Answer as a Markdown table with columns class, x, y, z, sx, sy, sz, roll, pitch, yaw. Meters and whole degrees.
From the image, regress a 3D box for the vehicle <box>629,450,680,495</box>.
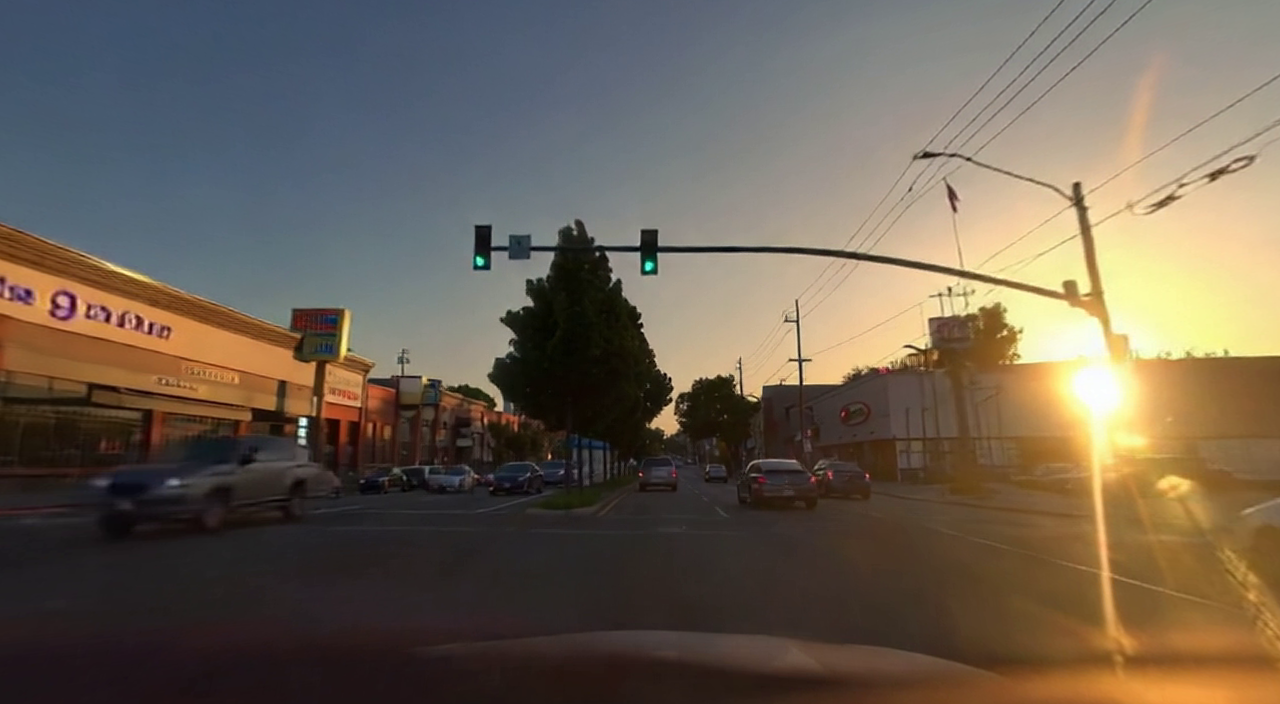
| class | x | y | z | sx | sy | sz | roll | pitch | yaw |
| --- | --- | --- | --- | --- | --- | --- | --- | --- | --- |
| vehicle | 0.705 | 5.544 | 29.426 | 2.210 | 1.861 | 4.280 | 0 | -8 | 2 |

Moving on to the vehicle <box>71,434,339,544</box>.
| class | x | y | z | sx | sy | sz | roll | pitch | yaw |
| --- | --- | --- | --- | --- | --- | --- | --- | --- | --- |
| vehicle | -8.399 | 2.632 | 12.915 | 2.065 | 1.805 | 4.668 | 0 | -8 | 1 |

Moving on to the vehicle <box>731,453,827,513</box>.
| class | x | y | z | sx | sy | sz | roll | pitch | yaw |
| --- | --- | --- | --- | --- | --- | --- | --- | --- | --- |
| vehicle | 4.008 | 3.838 | 19.037 | 1.963 | 1.484 | 4.609 | 0 | -8 | 2 |

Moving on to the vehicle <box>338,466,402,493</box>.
| class | x | y | z | sx | sy | sz | roll | pitch | yaw |
| --- | --- | --- | --- | --- | --- | --- | --- | --- | --- |
| vehicle | -17.839 | 8.516 | 41.978 | 2.018 | 1.608 | 4.882 | 0 | -12 | 1 |

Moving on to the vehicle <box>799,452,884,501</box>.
| class | x | y | z | sx | sy | sz | roll | pitch | yaw |
| --- | --- | --- | --- | --- | --- | --- | --- | --- | --- |
| vehicle | 7.990 | 4.943 | 25.477 | 2.040 | 1.738 | 4.414 | 0 | -8 | 1 |

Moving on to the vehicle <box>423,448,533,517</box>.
| class | x | y | z | sx | sy | sz | roll | pitch | yaw |
| --- | --- | --- | --- | --- | --- | --- | --- | --- | --- |
| vehicle | -4.675 | 3.787 | 18.931 | 2.041 | 1.494 | 4.647 | -2 | -6 | 1 |

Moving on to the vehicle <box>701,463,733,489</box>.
| class | x | y | z | sx | sy | sz | roll | pitch | yaw |
| --- | --- | --- | --- | --- | --- | --- | --- | --- | --- |
| vehicle | 5.846 | 9.425 | 48.193 | 2.036 | 1.719 | 4.318 | 0 | -8 | 2 |

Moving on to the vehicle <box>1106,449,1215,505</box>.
| class | x | y | z | sx | sy | sz | roll | pitch | yaw |
| --- | --- | --- | --- | --- | --- | --- | --- | --- | --- |
| vehicle | 16.049 | 3.731 | 19.360 | 2.052 | 1.399 | 4.373 | -7 | -10 | 44 |

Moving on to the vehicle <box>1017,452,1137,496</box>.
| class | x | y | z | sx | sy | sz | roll | pitch | yaw |
| --- | --- | --- | --- | --- | --- | --- | --- | --- | --- |
| vehicle | 16.339 | 4.479 | 23.483 | 4.964 | 1.453 | 2.184 | 8 | -11 | -38 |
